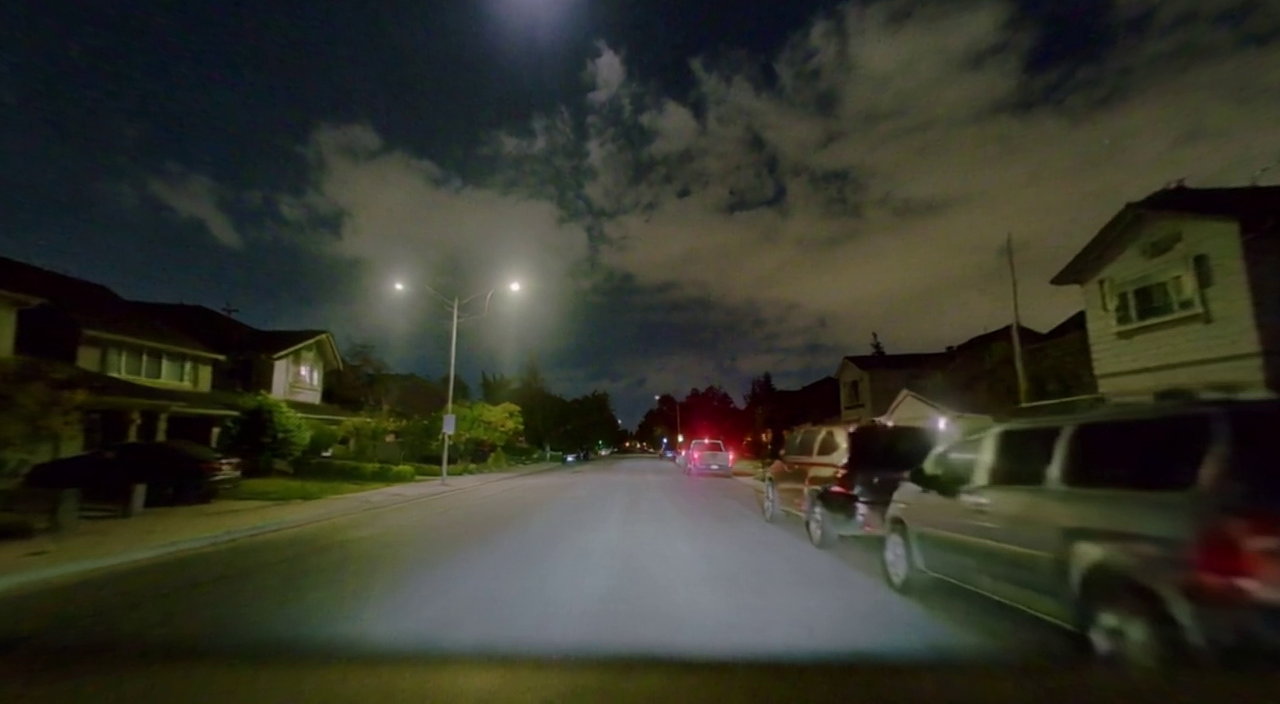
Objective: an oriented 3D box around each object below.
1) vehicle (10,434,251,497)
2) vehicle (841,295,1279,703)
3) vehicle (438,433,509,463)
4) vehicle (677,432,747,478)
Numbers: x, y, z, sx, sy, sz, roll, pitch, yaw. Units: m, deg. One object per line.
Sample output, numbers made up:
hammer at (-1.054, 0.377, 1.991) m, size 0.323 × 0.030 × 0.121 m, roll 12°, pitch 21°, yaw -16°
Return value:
vehicle at (-13.538, 3.030, 16.966) m, size 4.700 × 1.549 × 2.000 m, roll 0°, pitch -8°, yaw 0°
vehicle at (3.287, 1.081, 4.282) m, size 2.262 × 1.870 × 4.948 m, roll 0°, pitch -8°, yaw 1°
vehicle at (-13.168, 7.603, 49.917) m, size 4.837 × 1.897 × 2.228 m, roll 4°, pitch -8°, yaw 4°
vehicle at (3.708, 5.533, 34.098) m, size 2.952 × 2.216 × 7.033 m, roll 0°, pitch -8°, yaw 0°
